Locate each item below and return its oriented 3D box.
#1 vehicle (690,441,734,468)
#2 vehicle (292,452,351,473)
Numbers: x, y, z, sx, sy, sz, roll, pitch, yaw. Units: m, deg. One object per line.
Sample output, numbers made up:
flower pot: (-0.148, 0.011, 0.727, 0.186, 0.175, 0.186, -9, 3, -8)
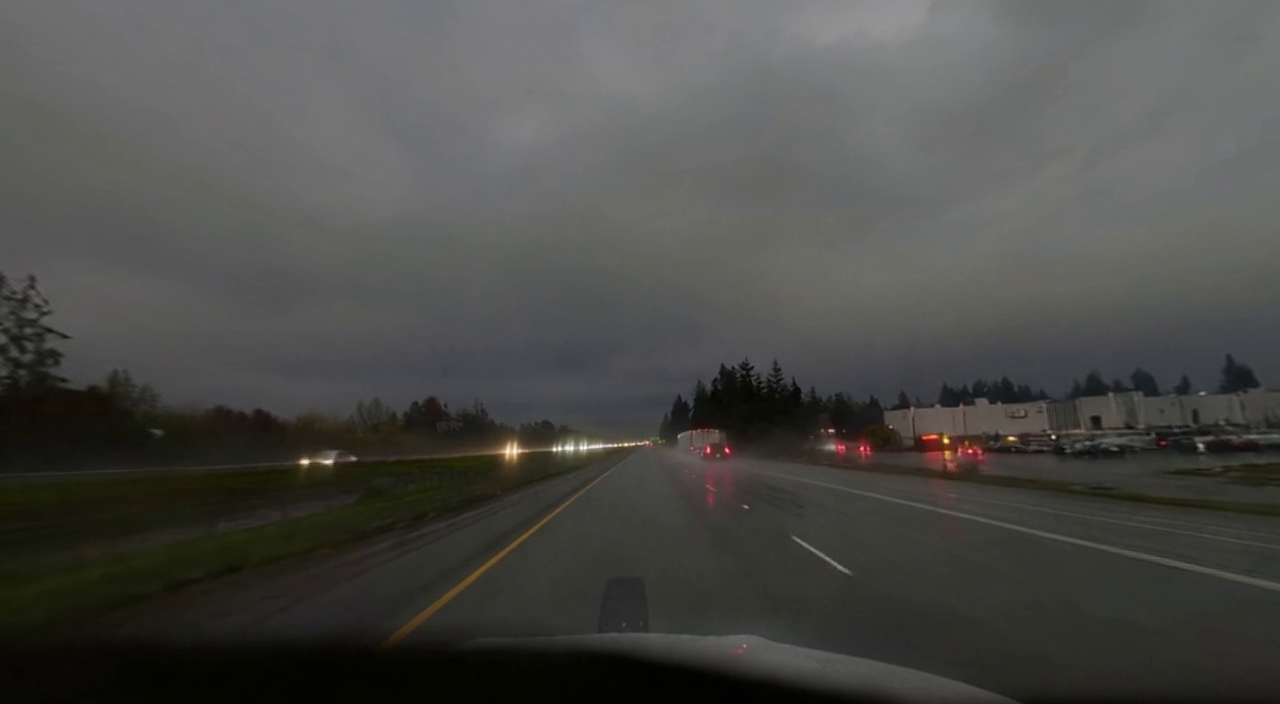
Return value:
vehicle: (4.229, 6.100, 37.678, 2.062, 1.518, 4.026, 0, -8, -1)
vehicle: (-24.102, 8.360, 47.895, 1.897, 1.462, 4.861, 0, -8, 0)
